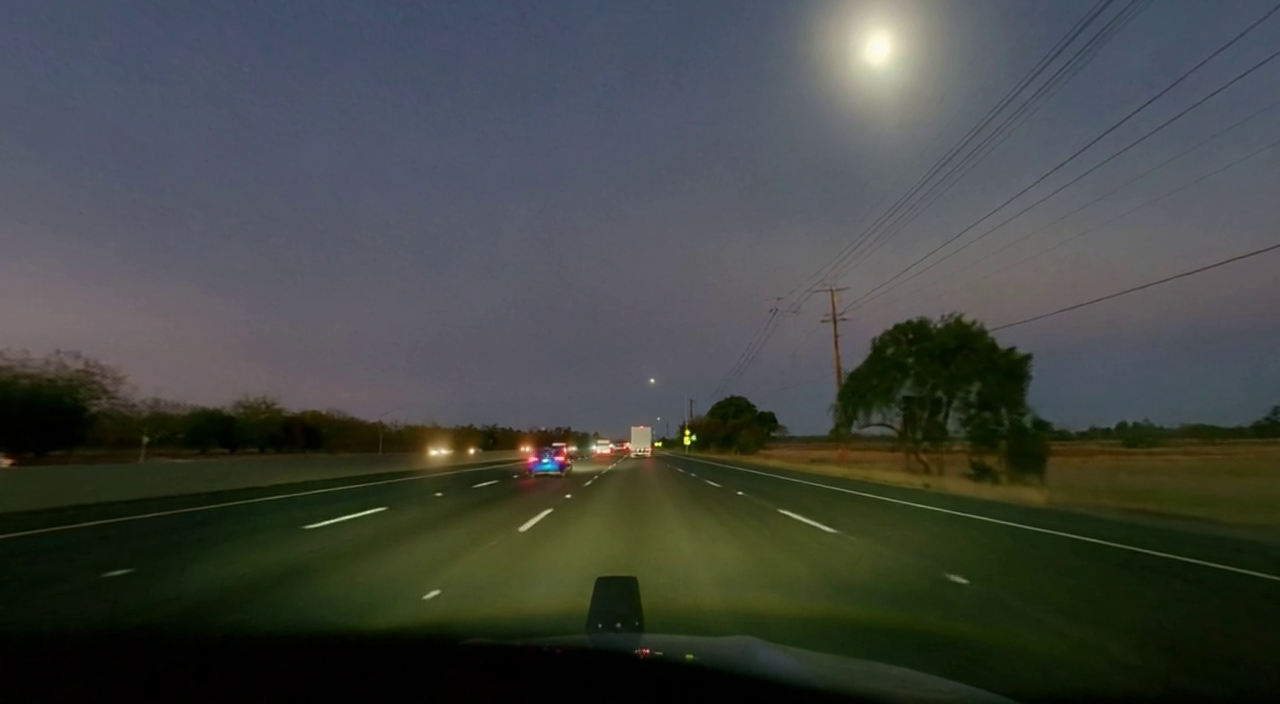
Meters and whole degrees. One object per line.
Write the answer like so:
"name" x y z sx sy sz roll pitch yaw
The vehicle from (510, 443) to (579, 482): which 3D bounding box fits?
"vehicle" -3.882 4.596 26.459 2.104 1.501 4.459 0 -9 1
